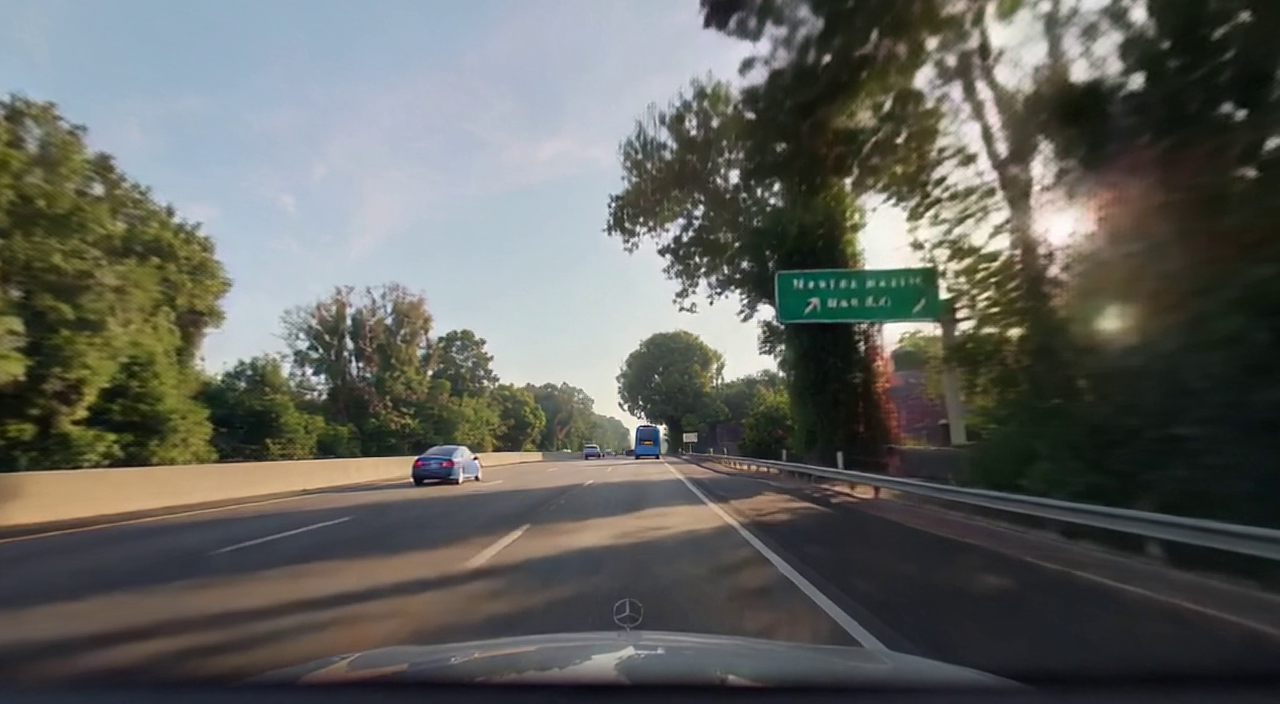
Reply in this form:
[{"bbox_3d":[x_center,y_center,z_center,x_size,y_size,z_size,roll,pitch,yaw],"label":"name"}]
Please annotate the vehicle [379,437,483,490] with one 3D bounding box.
[{"bbox_3d":[-7.339,3.954,22.726,2.080,1.674,4.660,0,-8,1],"label":"vehicle"}]
